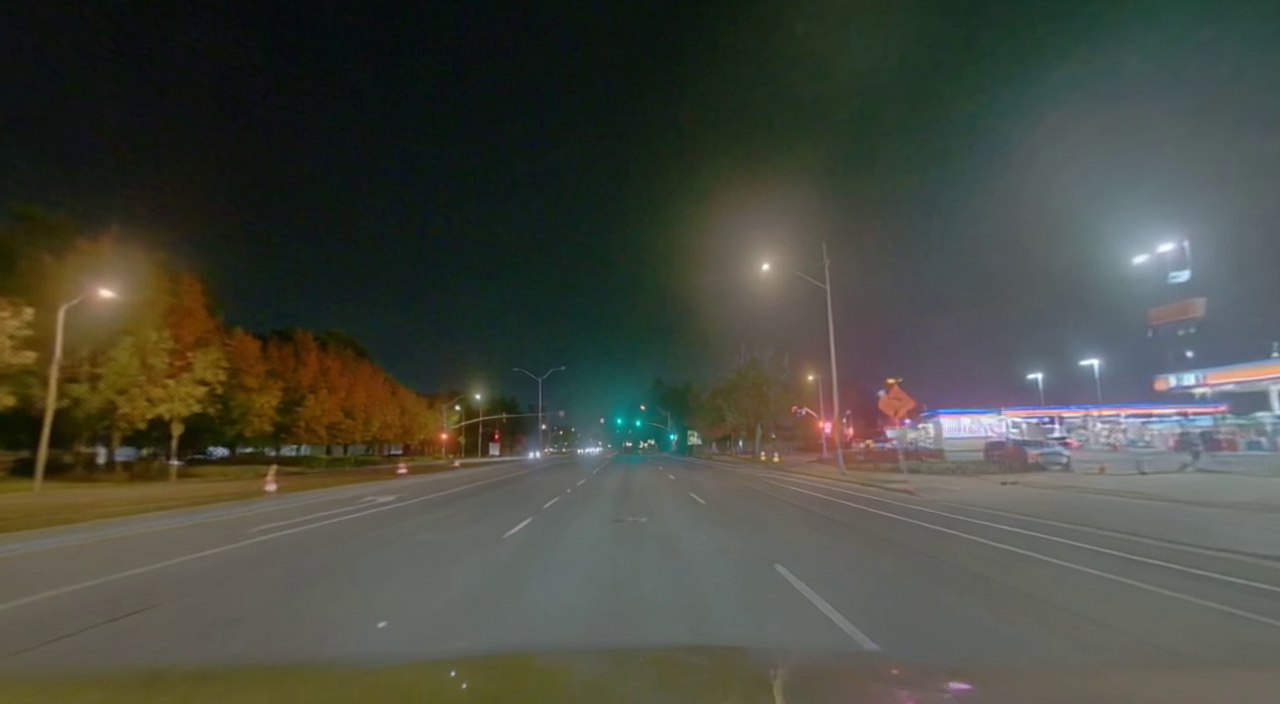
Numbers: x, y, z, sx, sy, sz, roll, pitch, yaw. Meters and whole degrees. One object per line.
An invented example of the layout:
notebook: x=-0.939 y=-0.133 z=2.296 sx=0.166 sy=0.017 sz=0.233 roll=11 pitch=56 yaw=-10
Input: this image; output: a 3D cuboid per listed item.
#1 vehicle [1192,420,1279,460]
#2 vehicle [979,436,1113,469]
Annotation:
vehicle: x=30.320 y=4.283 z=30.771 sx=4.628 sy=1.817 sz=1.996 roll=-2 pitch=-8 yaw=10
vehicle: x=18.310 y=4.527 z=28.626 sx=4.674 sy=1.399 sz=1.987 roll=0 pitch=-8 yaw=0
